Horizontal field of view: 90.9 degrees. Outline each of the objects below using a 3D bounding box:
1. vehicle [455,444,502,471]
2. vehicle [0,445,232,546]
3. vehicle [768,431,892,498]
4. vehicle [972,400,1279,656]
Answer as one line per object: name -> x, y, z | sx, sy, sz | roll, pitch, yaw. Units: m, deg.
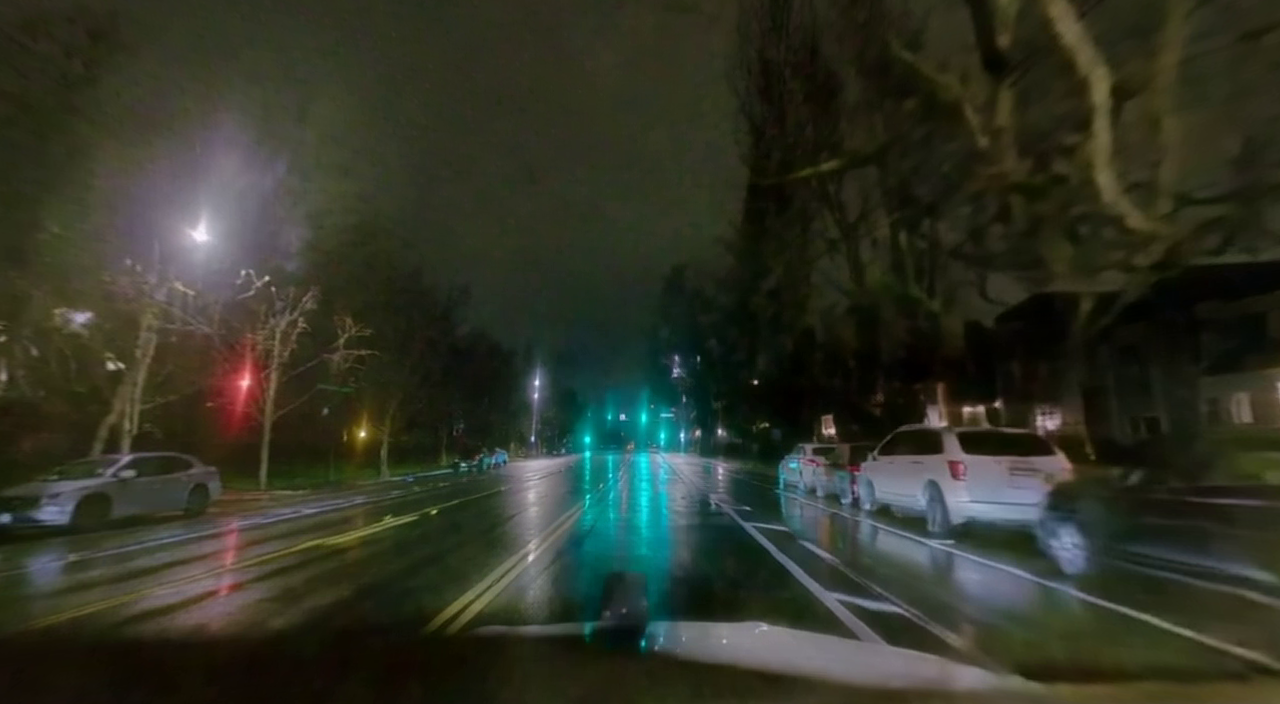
vehicle -> -11.196, 7.339, 44.105 | 2.023, 1.629, 4.822 | -2, -8, 0
vehicle -> -11.667, 2.992, 13.897 | 2.054, 1.704, 4.710 | -3, -8, 3
vehicle -> 5.328, 3.216, 18.477 | 2.104, 1.687, 4.636 | 0, -8, -1
vehicle -> 4.998, 1.264, 5.023 | 1.885, 1.603, 5.235 | 0, -9, 1
